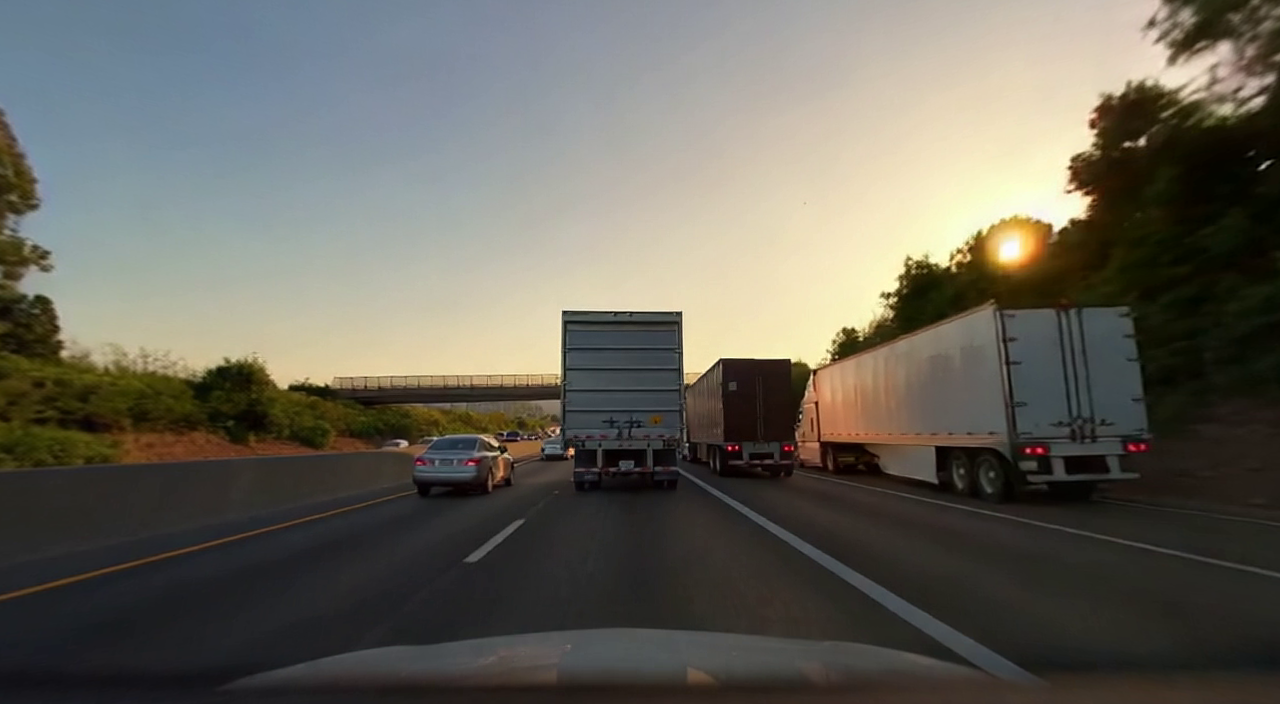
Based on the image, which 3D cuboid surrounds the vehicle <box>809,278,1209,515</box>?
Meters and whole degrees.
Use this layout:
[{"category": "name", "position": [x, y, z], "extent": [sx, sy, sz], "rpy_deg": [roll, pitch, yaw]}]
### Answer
[{"category": "vehicle", "position": [8.052, 1.590, 17.388], "extent": [3.000, 4.114, 13.063], "rpy_deg": [0, -8, -1]}]

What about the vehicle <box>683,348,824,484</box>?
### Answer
[{"category": "vehicle", "position": [3.644, 2.589, 23.888], "extent": [2.817, 3.886, 11.491], "rpy_deg": [0, -8, -2]}]

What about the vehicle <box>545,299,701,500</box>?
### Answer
[{"category": "vehicle", "position": [-0.497, 1.639, 18.074], "extent": [3.090, 4.065, 10.702], "rpy_deg": [0, -8, -2]}]

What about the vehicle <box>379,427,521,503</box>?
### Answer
[{"category": "vehicle", "position": [-4.097, 2.482, 14.328], "extent": [2.049, 1.483, 3.786], "rpy_deg": [0, -8, 0]}]
